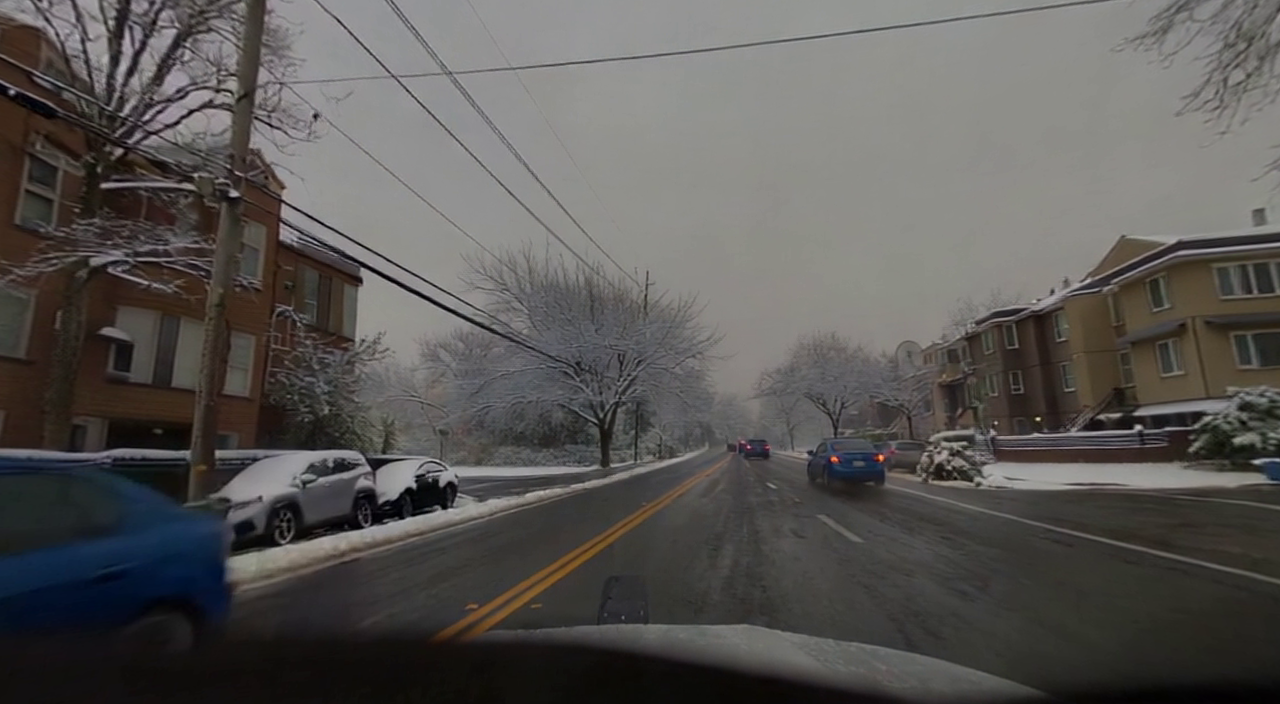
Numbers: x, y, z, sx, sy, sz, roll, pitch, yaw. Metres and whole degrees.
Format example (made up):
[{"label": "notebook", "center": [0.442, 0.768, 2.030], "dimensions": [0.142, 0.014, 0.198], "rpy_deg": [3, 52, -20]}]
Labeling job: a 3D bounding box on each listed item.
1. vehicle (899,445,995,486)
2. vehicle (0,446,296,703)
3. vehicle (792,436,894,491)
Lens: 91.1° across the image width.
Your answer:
[{"label": "vehicle", "center": [12.249, 4.529, 25.397], "dimensions": [1.935, 1.478, 4.711], "rpy_deg": [-1, -8, 6]}, {"label": "vehicle", "center": [-3.741, 1.054, 2.110], "dimensions": [2.155, 1.436, 4.501], "rpy_deg": [-2, -9, 9]}, {"label": "vehicle", "center": [6.191, 3.452, 19.771], "dimensions": [2.052, 1.506, 4.432], "rpy_deg": [-1, -8, 5]}]
